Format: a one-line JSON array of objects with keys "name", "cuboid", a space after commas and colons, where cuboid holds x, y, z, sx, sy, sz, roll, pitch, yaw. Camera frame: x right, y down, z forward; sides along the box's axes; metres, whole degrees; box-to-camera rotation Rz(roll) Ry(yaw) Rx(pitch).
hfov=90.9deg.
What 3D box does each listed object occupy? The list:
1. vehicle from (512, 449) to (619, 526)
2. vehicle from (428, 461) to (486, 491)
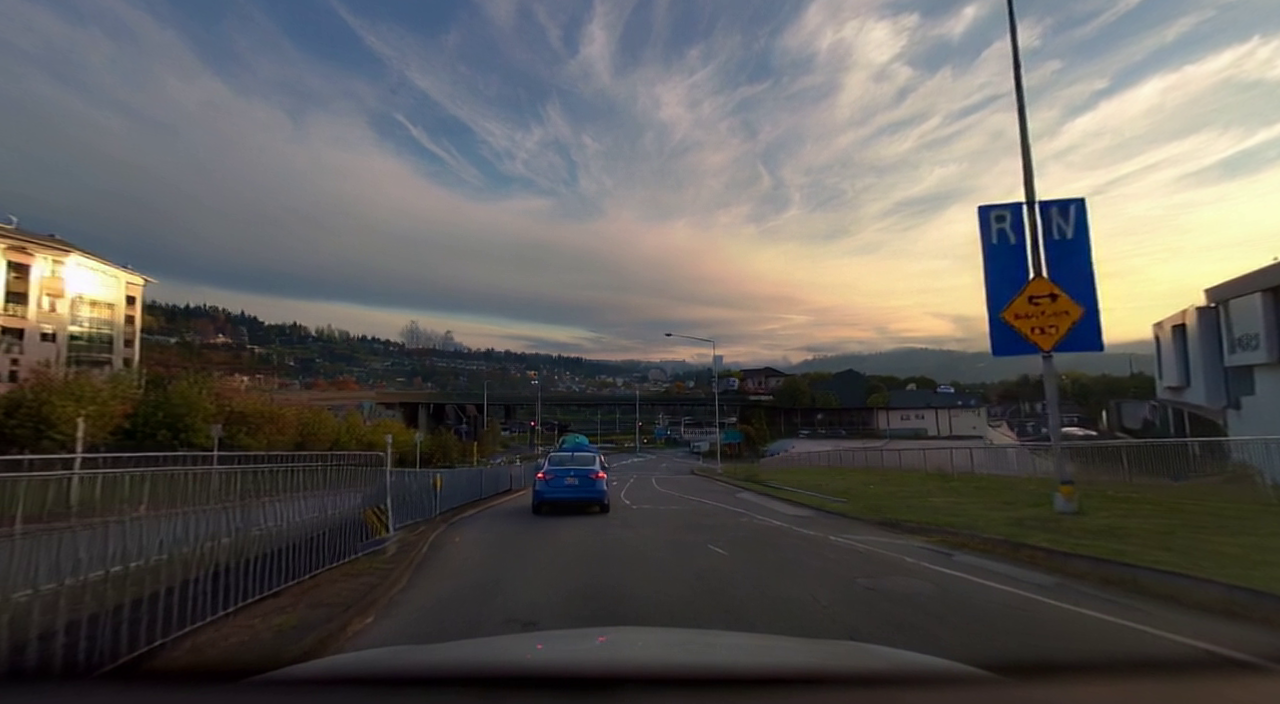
[{"name": "vehicle", "cuboid": [-1.660, 2.942, 14.259, 2.063, 1.442, 3.933, 1, -9, -7]}, {"name": "vehicle", "cuboid": [-10.105, 6.872, 35.073, 1.854, 1.472, 3.728, -1, -9, 4]}]
